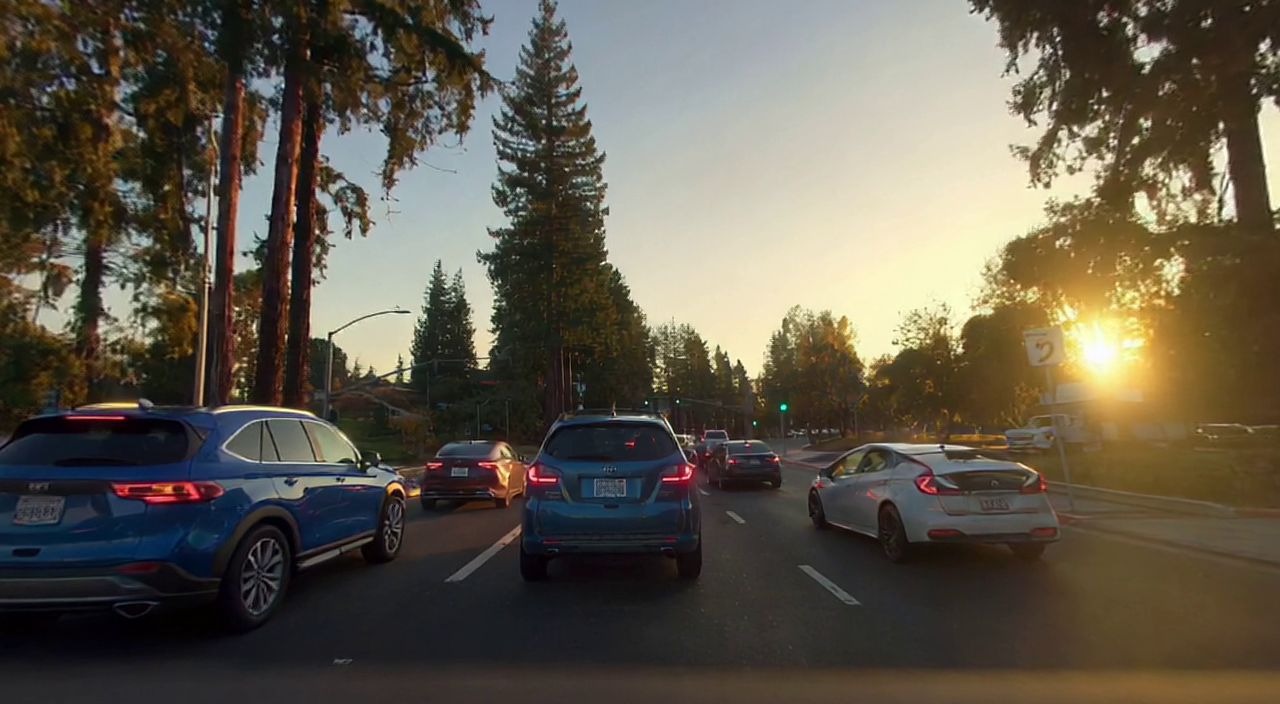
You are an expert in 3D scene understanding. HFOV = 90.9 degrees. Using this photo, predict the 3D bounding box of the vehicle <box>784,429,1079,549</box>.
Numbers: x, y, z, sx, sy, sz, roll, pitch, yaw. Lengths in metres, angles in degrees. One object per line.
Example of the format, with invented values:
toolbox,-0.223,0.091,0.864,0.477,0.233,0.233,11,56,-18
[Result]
vehicle,4.311,2.085,10.424,2.036,1.480,4.659,1,-9,-10

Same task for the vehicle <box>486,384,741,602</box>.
vehicle,-0.219,1.511,7.613,2.132,1.816,4.471,0,-8,0

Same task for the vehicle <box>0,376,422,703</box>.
vehicle,-3.709,1.293,5.459,2.039,1.709,4.265,0,-8,1

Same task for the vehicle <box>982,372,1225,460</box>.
vehicle,17.886,2.540,24.688,7.314,3.230,2.680,0,-8,-2
